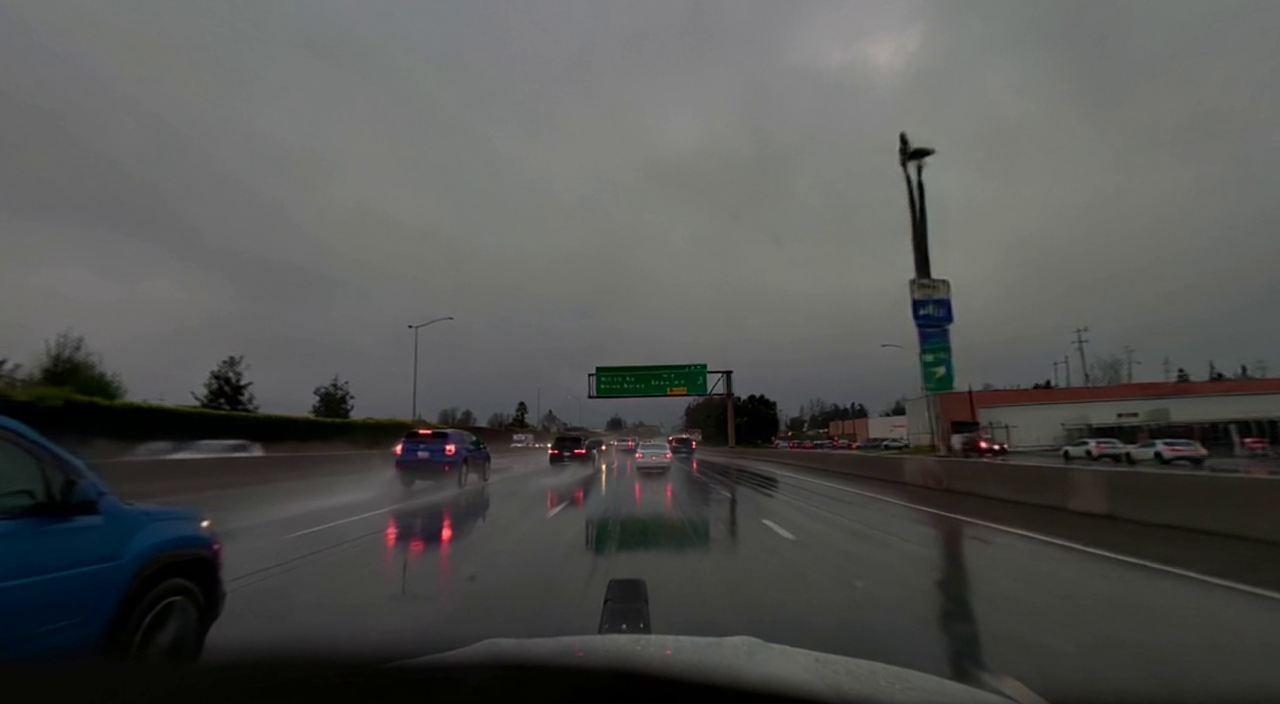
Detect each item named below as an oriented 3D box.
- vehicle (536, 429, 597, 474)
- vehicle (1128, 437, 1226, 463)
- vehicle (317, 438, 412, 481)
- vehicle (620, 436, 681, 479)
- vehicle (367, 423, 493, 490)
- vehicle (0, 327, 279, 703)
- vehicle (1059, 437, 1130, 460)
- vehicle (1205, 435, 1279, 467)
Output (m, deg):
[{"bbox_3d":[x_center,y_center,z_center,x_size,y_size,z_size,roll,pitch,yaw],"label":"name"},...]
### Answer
[{"bbox_3d":[-3.020,4.214,26.881,2.007,1.730,4.412,0,-8,1],"label":"vehicle"},{"bbox_3d":[30.511,5.600,36.017,1.598,1.384,4.580,0,-8,1],"label":"vehicle"},{"bbox_3d":[-9.910,3.882,23.007,1.774,1.408,3.917,0,-8,-2],"label":"vehicle"},{"bbox_3d":[0.370,3.913,23.654,2.090,1.474,3.970,0,-8,1],"label":"vehicle"},{"bbox_3d":[-6.234,3.171,19.454,2.125,1.804,4.864,0,-8,1],"label":"vehicle"},{"bbox_3d":[-3.199,0.673,1.550,1.961,1.687,4.453,0,-8,0],"label":"vehicle"},{"bbox_3d":[30.524,6.480,42.504,1.656,1.442,4.167,0,-8,1],"label":"vehicle"},{"bbox_3d":[30.405,4.803,30.756,1.722,1.461,4.302,0,-8,1],"label":"vehicle"}]
